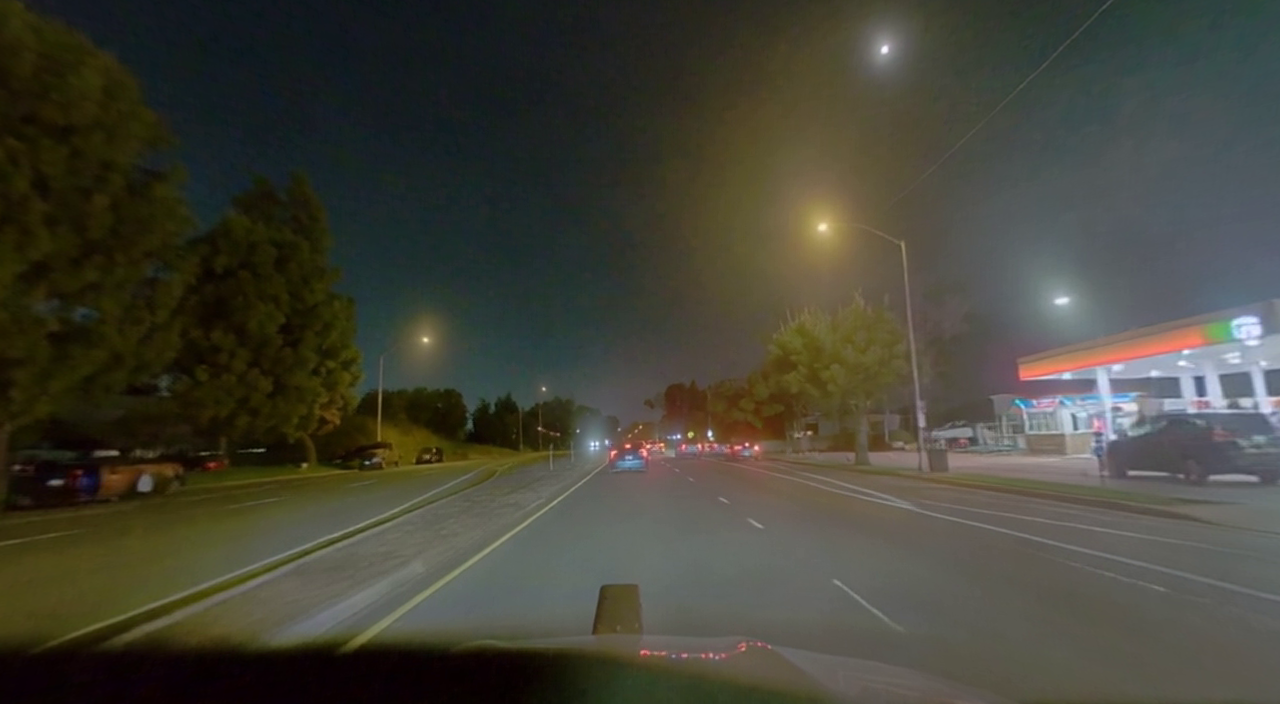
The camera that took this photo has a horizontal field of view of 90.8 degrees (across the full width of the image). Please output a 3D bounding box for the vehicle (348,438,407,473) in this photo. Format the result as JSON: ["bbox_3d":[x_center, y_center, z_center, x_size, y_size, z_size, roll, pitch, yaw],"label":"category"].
[{"bbox_3d":[-18.925,7.399,45.816,2.222,2.141,5.390,-1,-6,-2],"label":"vehicle"}]

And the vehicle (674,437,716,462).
[{"bbox_3d":[3.368,6.072,39.488,2.124,1.476,4.730,0,-8,-1],"label":"vehicle"}]

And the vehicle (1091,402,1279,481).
[{"bbox_3d":[15.382,2.468,17.365,2.368,1.868,4.724,0,-8,-1],"label":"vehicle"}]

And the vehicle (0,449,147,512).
[{"bbox_3d":[-18.748,4.024,20.343,2.004,1.758,4.594,0,-8,0],"label":"vehicle"}]

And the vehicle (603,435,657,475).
[{"bbox_3d":[-0.365,4.195,25.905,2.052,1.488,3.779,0,-8,0],"label":"vehicle"}]

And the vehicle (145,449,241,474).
[{"bbox_3d":[-27.478,6.721,38.920,4.413,1.451,1.882,0,-9,0],"label":"vehicle"}]

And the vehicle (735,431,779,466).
[{"bbox_3d":[6.252,5.218,34.291,2.117,1.757,4.969,-1,-9,8],"label":"vehicle"}]
